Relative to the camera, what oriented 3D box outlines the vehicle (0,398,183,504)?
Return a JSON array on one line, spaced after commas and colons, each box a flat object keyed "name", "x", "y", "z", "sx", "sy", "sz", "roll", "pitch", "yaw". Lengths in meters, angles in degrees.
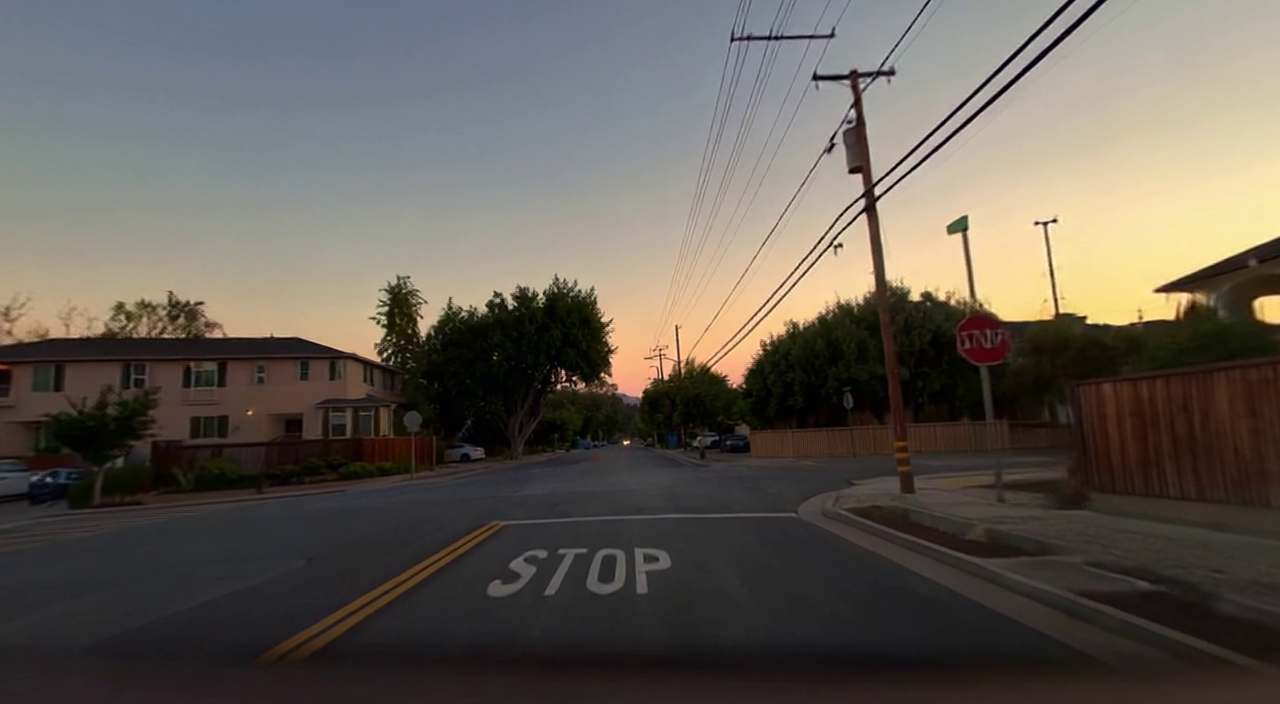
[{"name": "vehicle", "x": -20.076, "y": 3.830, "z": 23.457, "sx": 2.842, "sy": 3.181, "sz": 8.576, "roll": 6, "pitch": -12, "yaw": -22}]
